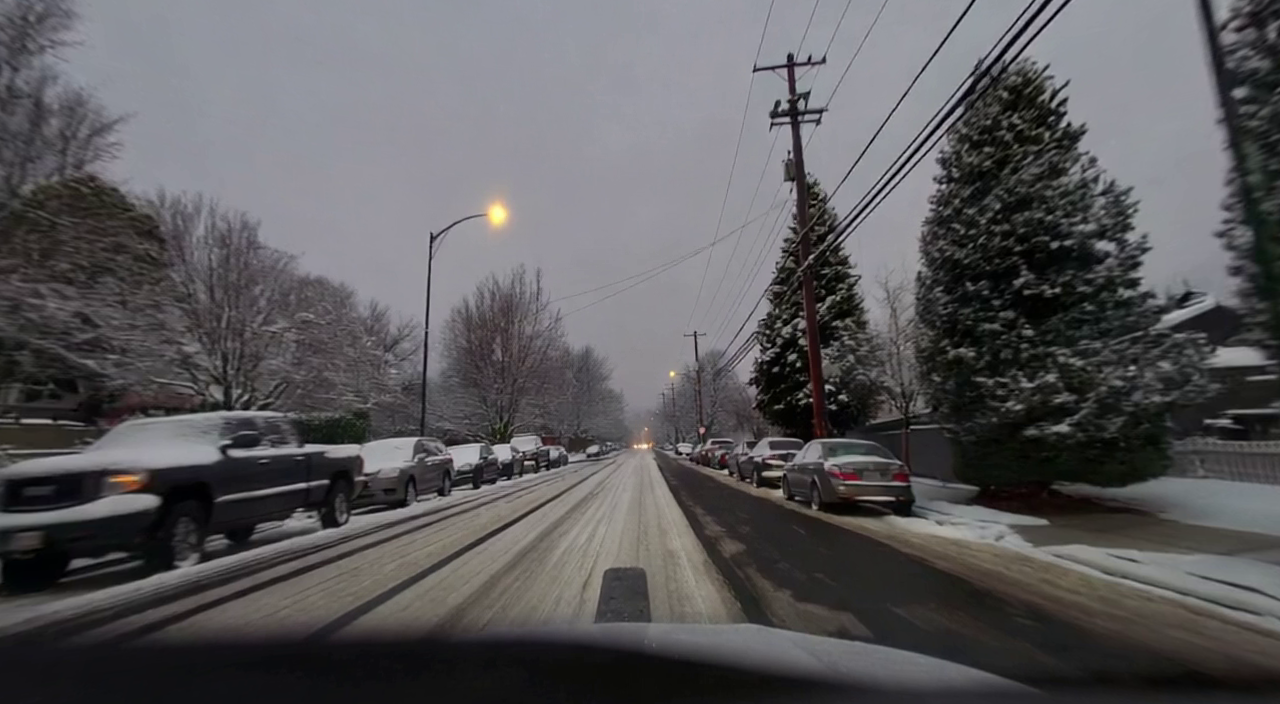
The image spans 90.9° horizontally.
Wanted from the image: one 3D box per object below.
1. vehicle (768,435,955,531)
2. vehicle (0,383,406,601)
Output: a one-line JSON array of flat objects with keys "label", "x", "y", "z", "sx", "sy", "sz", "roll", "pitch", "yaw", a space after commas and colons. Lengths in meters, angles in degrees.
[{"label": "vehicle", "x": 4.084, "y": 2.472, "z": 12.615, "sx": 1.871, "sy": 1.522, "sz": 4.746, "roll": 0, "pitch": -8, "yaw": -2}, {"label": "vehicle", "x": -5.723, "y": 1.756, "z": 8.923, "sx": 2.384, "sy": 1.992, "sz": 5.965, "roll": -2, "pitch": -9, "yaw": 2}]
